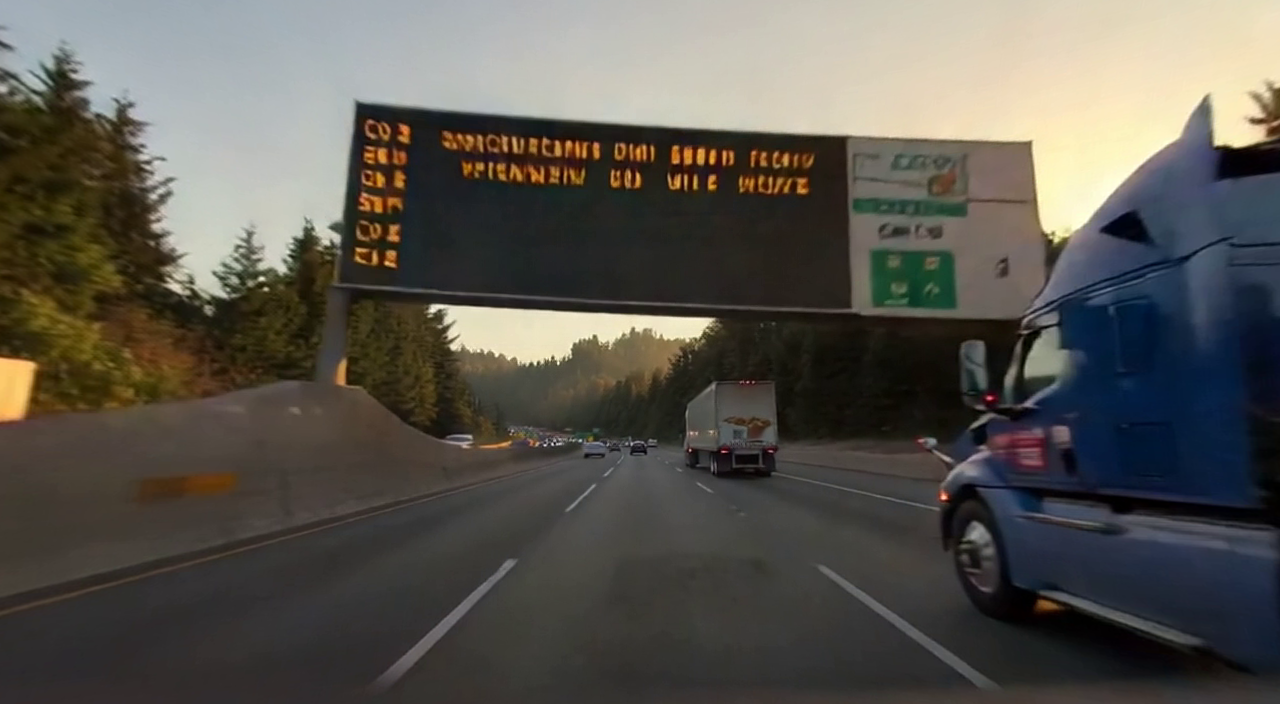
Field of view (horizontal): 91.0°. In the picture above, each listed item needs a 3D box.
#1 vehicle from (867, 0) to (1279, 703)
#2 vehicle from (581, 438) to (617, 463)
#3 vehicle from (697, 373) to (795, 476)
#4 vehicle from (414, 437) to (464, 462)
[{"bbox_3d":[3.694,-0.408,3.566,2.937,4.134,4.689,-1,-7,1],"label":"vehicle"},{"bbox_3d":[-2.865,6.966,44.705,2.206,1.644,4.027,-1,-8,1],"label":"vehicle"},{"bbox_3d":[4.556,3.413,29.264,3.085,4.062,8.965,0,-7,1],"label":"vehicle"},{"bbox_3d":[-12.484,6.083,39.294,1.834,1.441,3.603,-1,-8,1],"label":"vehicle"}]
